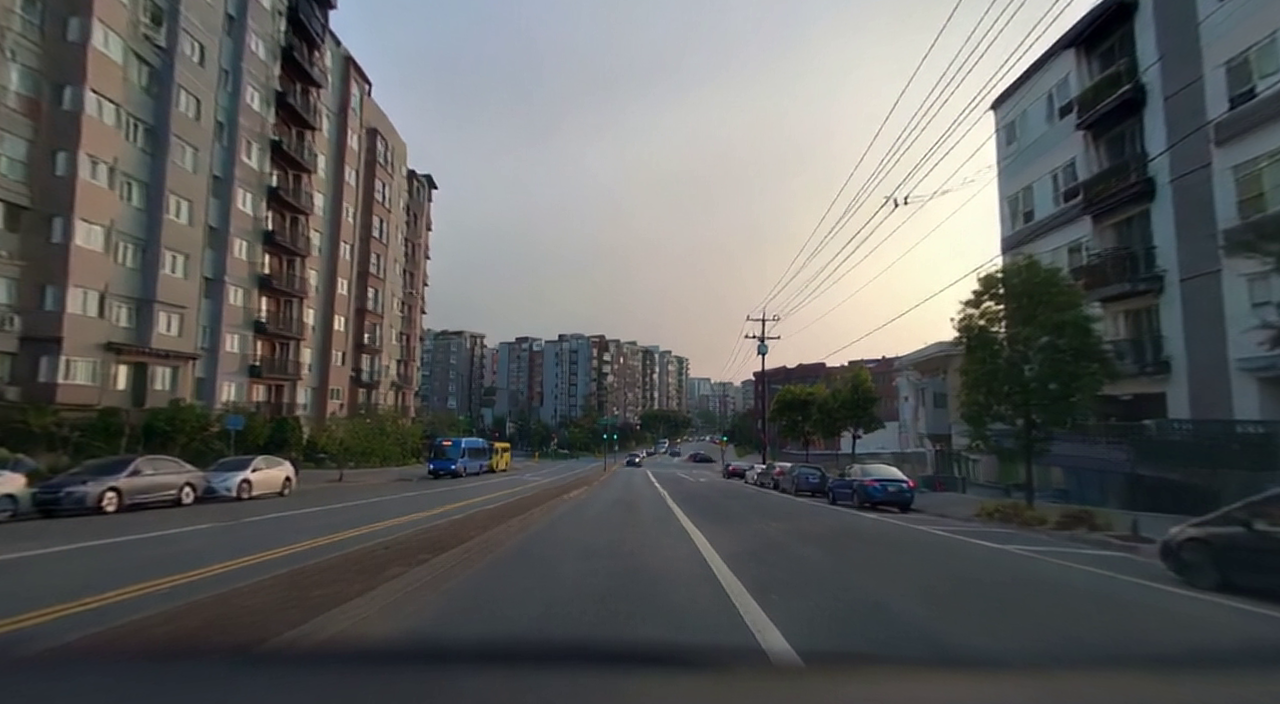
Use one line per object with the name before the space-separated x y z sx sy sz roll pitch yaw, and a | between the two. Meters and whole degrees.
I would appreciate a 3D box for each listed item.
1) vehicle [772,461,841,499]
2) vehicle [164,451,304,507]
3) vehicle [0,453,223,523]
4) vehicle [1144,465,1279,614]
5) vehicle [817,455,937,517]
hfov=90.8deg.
vehicle | 7.655 5.912 29.558 1.997 1.517 4.755 0 -9 0
vehicle | -14.641 4.564 23.221 2.107 1.771 4.871 0 -9 -4
vehicle | -14.603 3.716 17.900 2.124 1.626 4.908 0 -9 1
vehicle | 7.689 1.900 6.018 1.941 1.496 4.656 0 -9 0
vehicle | 7.633 4.333 20.972 2.143 1.731 4.781 0 -9 0
